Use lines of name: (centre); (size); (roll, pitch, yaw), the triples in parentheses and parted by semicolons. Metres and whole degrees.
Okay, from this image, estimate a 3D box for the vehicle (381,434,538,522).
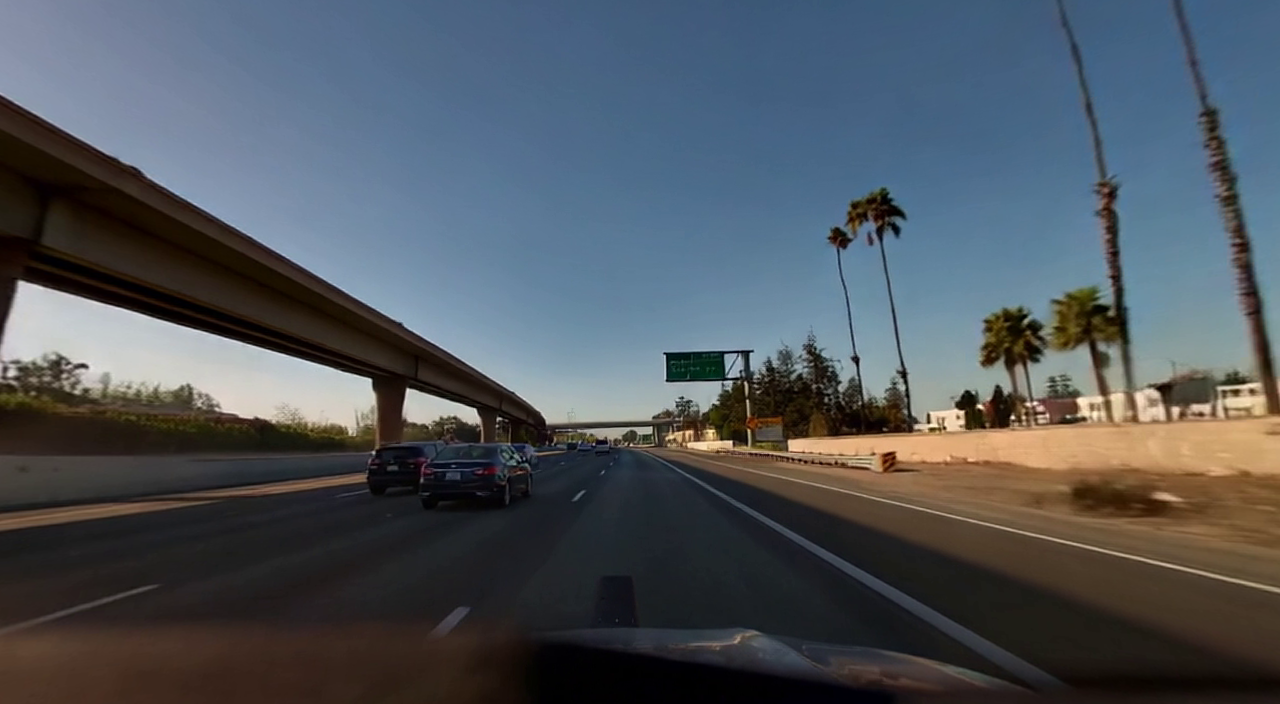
vehicle: (-3.511, 2.543, 13.369); (1.978, 1.499, 4.695); (0, -8, -1)
